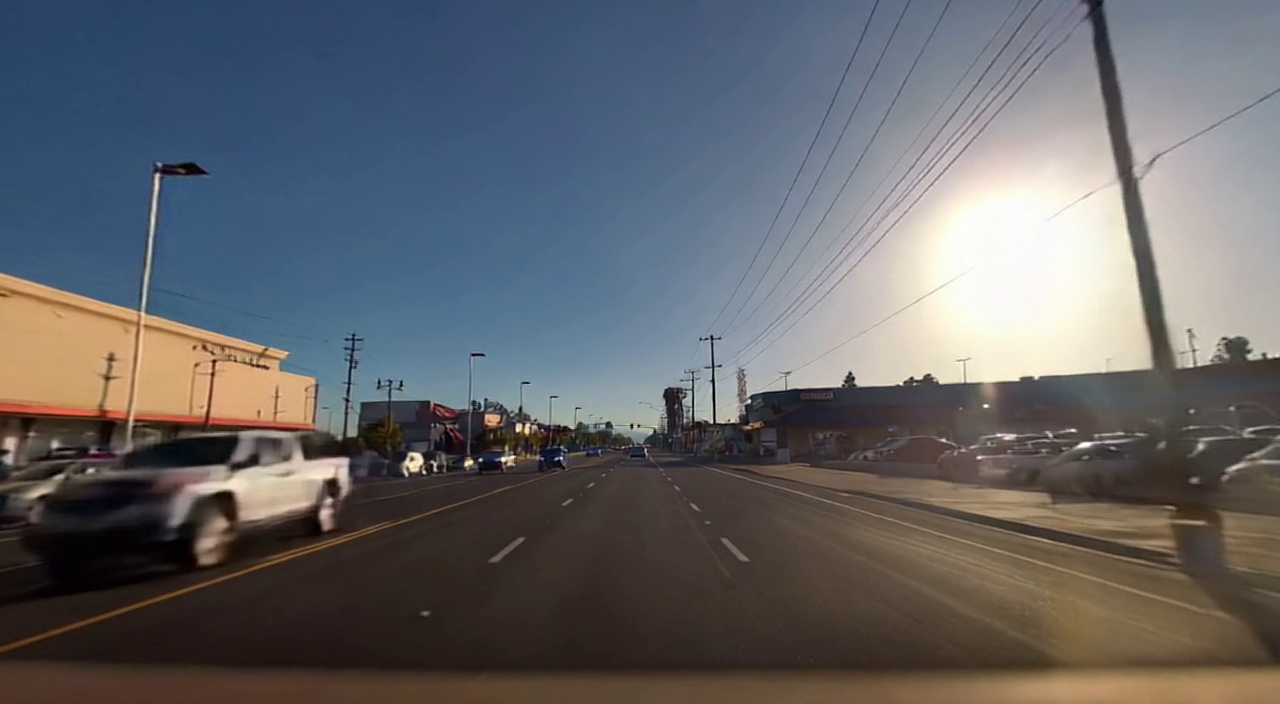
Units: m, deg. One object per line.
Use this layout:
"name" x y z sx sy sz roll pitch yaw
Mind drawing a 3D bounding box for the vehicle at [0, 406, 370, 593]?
"vehicle" -6.042 1.818 8.797 2.180 1.805 5.170 0 -8 1

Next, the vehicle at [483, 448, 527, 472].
"vehicle" -9.151 7.347 43.263 1.988 1.472 4.633 0 -8 1

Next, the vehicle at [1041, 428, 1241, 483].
"vehicle" 14.827 3.046 18.899 4.300 1.431 1.937 -2 -7 0

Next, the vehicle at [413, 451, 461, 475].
"vehicle" -14.825 8.105 46.412 1.954 1.519 5.051 -1 -8 -1
